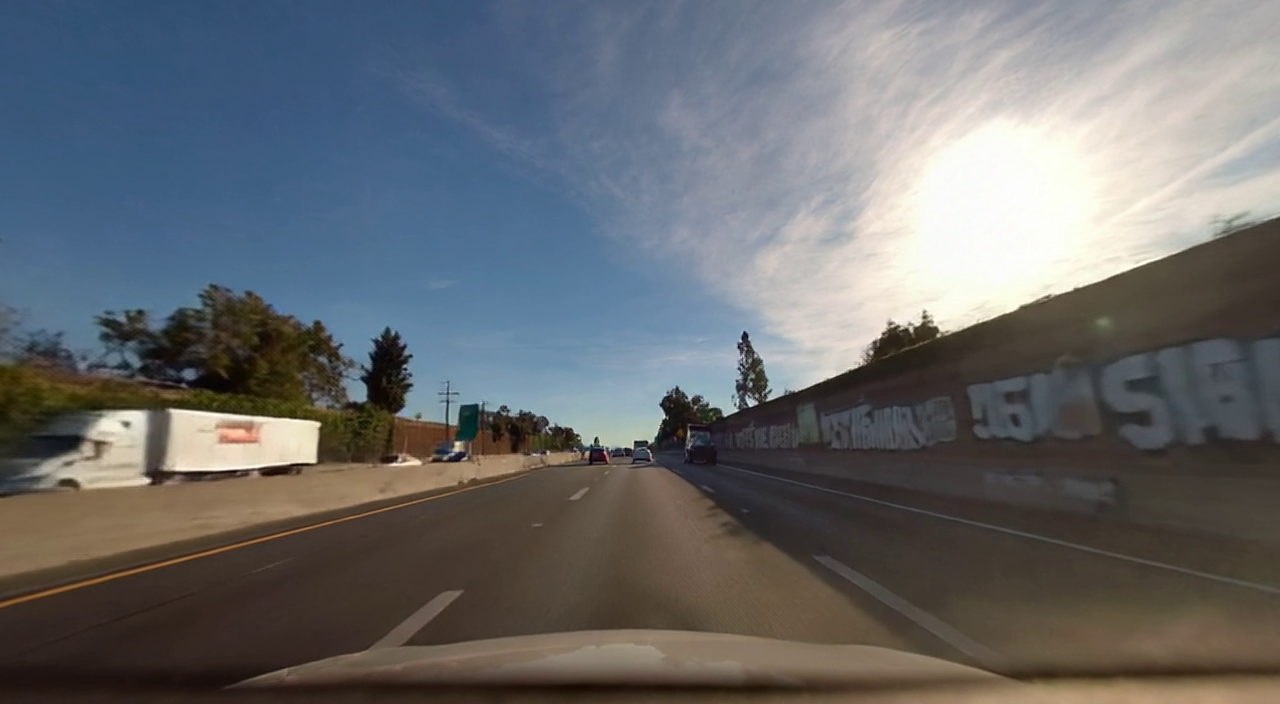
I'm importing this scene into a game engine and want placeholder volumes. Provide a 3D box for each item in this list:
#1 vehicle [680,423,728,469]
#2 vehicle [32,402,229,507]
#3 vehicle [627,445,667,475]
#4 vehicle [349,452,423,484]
[{"bbox_3d":[4.356,6.592,44.112,2.549,2.931,6.310,0,-9,-1],"label":"vehicle"},{"bbox_3d":[-20.457,4.176,25.887,2.957,3.748,5.869,0,-9,0],"label":"vehicle"},{"bbox_3d":[0.310,5.826,34.105,2.009,1.506,4.091,0,-9,-1],"label":"vehicle"},{"bbox_3d":[-13.142,5.994,32.930,1.944,1.542,4.525,0,-9,0],"label":"vehicle"}]
